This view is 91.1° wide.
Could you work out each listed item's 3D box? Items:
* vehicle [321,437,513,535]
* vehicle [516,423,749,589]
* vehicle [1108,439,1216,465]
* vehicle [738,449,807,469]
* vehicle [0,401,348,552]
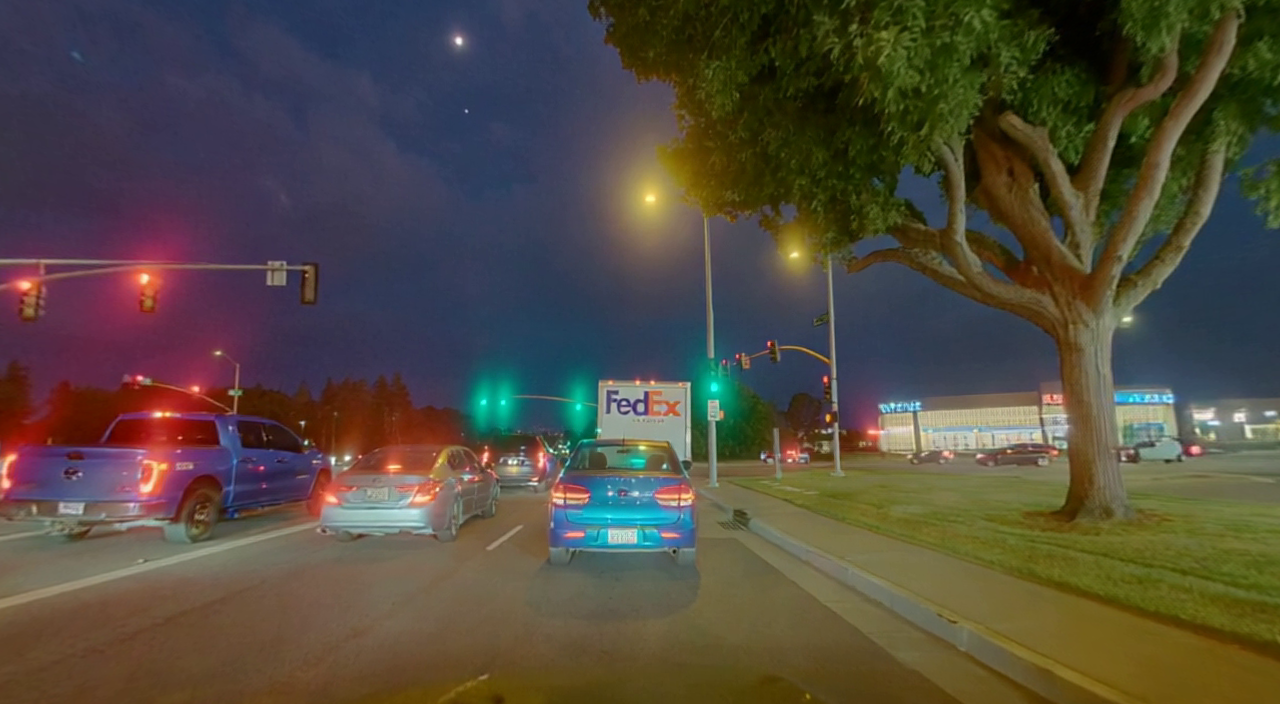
[{"bbox_3d":[-3.892,2.396,11.918,1.949,1.487,4.390,0,-9,1],"label":"vehicle"},{"bbox_3d":[-0.074,1.745,7.985,2.145,1.513,4.269,0,-9,0],"label":"vehicle"},{"bbox_3d":[31.138,5.970,37.515,4.794,1.481,1.968,1,-9,-3],"label":"vehicle"},{"bbox_3d":[10.213,8.287,48.642,4.841,1.494,1.829,1,-9,-5],"label":"vehicle"},{"bbox_3d":[-7.304,1.980,10.720,2.125,1.893,5.498,0,-9,-2],"label":"vehicle"}]
